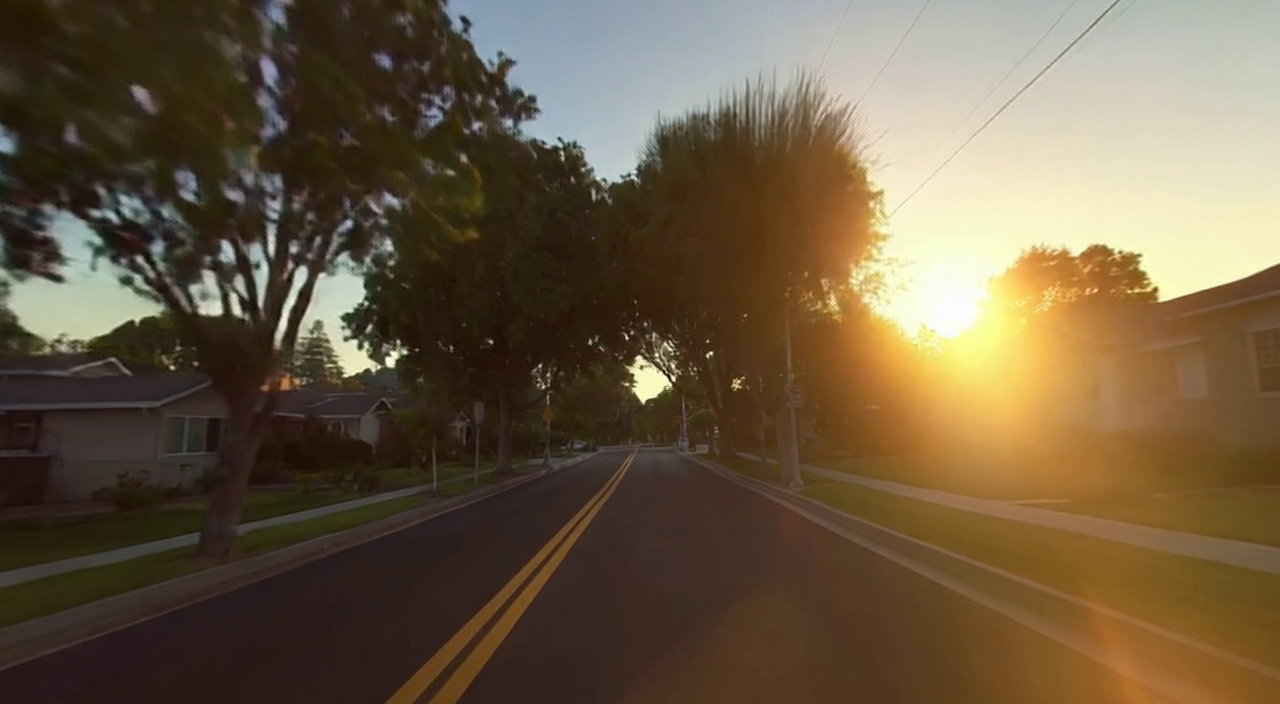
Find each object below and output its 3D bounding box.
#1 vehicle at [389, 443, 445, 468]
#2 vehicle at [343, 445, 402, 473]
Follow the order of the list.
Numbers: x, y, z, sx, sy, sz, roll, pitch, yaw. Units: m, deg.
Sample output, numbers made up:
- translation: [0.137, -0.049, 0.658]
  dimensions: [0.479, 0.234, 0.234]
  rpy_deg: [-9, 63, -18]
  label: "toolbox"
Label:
- translation: [-14.353, 6.665, 40.771]
  dimensions: [1.830, 1.495, 4.641]
  rpy_deg: [0, -9, 1]
  label: "vehicle"
- translation: [-17.225, 6.877, 40.812]
  dimensions: [1.903, 1.500, 4.214]
  rpy_deg: [-3, -7, 1]
  label: "vehicle"
